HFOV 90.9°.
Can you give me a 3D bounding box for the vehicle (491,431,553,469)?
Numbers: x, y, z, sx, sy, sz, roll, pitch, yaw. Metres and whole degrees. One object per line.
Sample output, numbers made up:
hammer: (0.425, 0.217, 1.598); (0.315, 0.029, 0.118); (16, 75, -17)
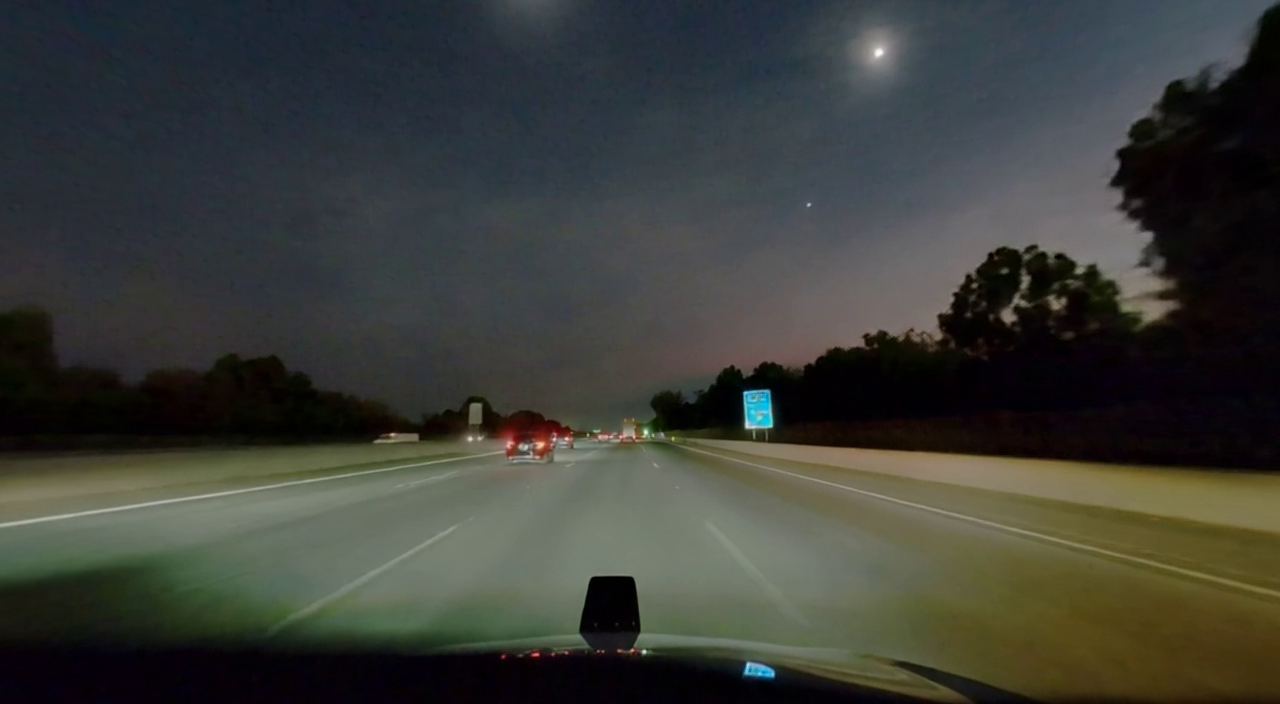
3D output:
vehicle: (-4.892, 4.090, 26.630); (1.912, 1.495, 3.703); (0, -7, -1)
